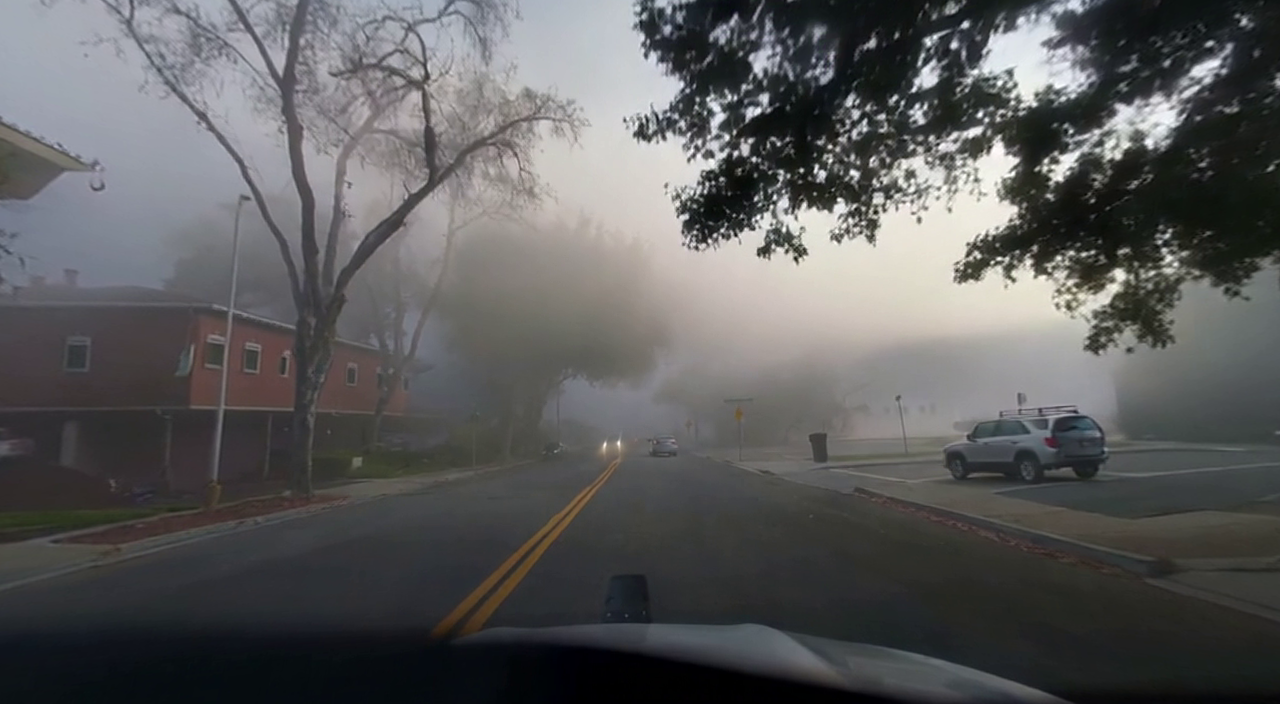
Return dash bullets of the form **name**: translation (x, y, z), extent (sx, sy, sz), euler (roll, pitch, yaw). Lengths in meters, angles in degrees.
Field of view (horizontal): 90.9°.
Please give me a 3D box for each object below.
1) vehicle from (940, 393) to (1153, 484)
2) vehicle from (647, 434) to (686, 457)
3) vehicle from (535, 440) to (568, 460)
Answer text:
- **vehicle**: translation (9.413, 2.143, 15.236), extent (2.018, 1.840, 4.662), euler (1, -9, 0)
- **vehicle**: translation (2.011, 7.310, 49.539), extent (2.097, 1.740, 4.277), euler (1, -8, -12)
- **vehicle**: translation (-6.784, 7.579, 48.815), extent (1.930, 1.463, 4.195), euler (0, -8, 0)
